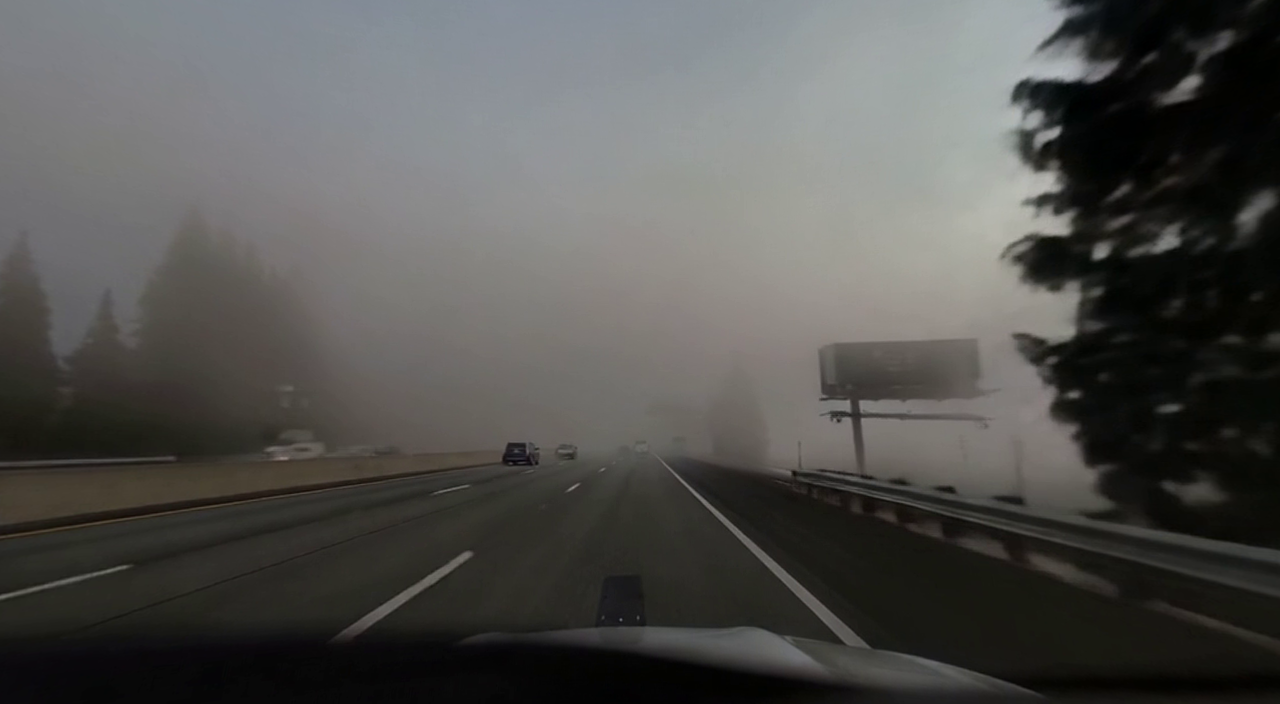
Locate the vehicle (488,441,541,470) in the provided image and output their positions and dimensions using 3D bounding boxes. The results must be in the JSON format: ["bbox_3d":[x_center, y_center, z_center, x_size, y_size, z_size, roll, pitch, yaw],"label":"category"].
[{"bbox_3d":[-7.078,5.904,36.024,2.008,1.520,4.731,0,-9,1],"label":"vehicle"}]
